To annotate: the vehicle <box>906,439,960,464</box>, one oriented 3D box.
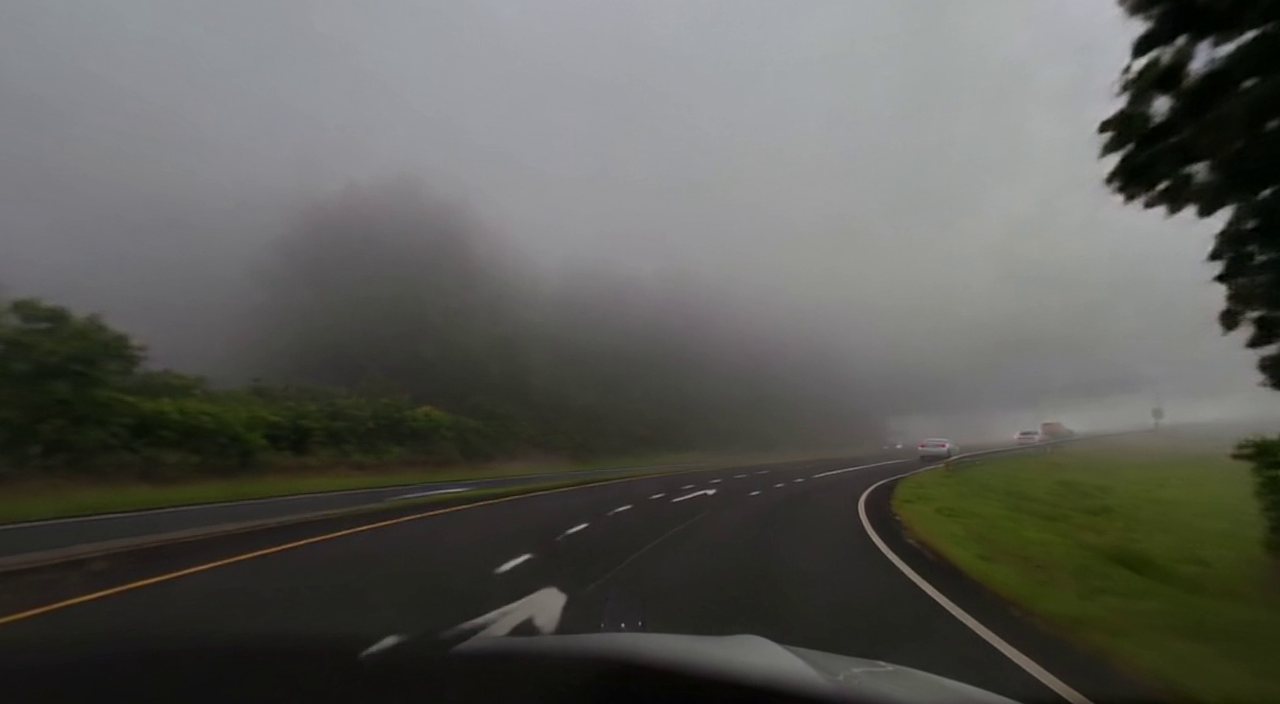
[{"bbox_3d":[17.544,5.935,37.641,1.807,1.427,3.645,-8,-12,41],"label":"vehicle"}]
